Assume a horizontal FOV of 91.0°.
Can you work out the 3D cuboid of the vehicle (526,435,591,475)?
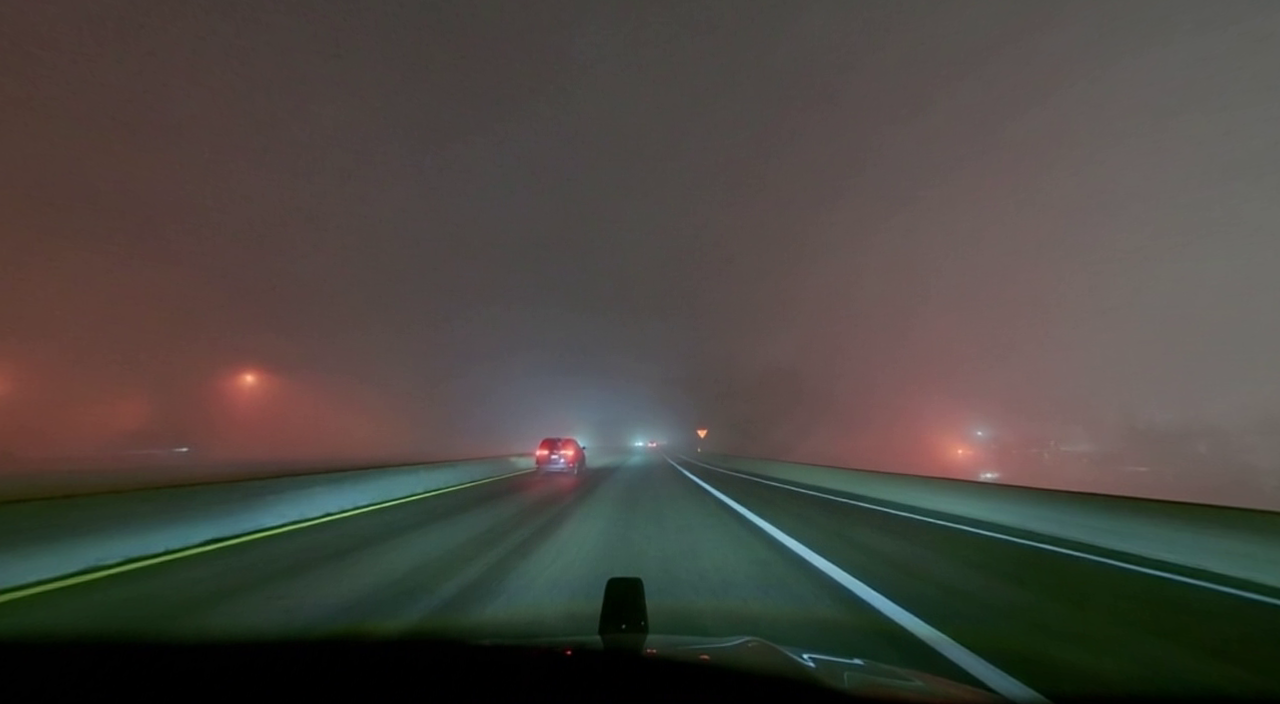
[{"bbox_3d":[-3.326,4.312,26.529,2.051,1.531,4.250,0,-8,2],"label":"vehicle"}]
